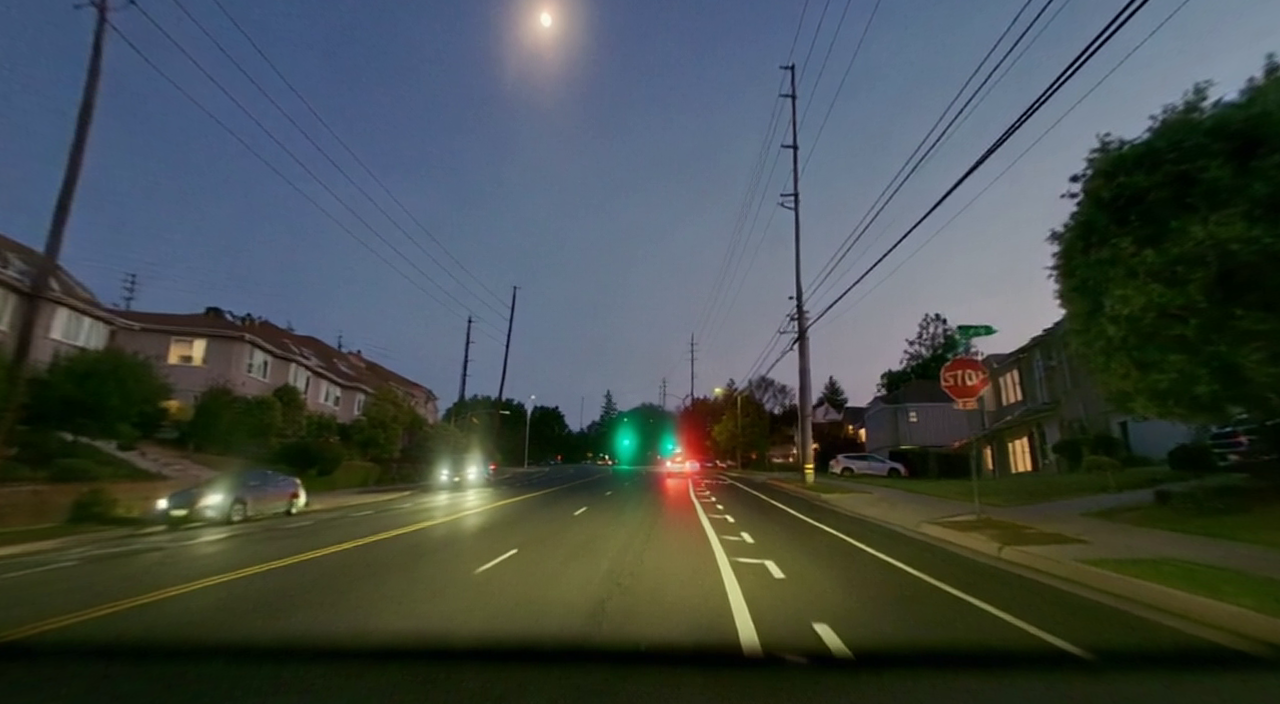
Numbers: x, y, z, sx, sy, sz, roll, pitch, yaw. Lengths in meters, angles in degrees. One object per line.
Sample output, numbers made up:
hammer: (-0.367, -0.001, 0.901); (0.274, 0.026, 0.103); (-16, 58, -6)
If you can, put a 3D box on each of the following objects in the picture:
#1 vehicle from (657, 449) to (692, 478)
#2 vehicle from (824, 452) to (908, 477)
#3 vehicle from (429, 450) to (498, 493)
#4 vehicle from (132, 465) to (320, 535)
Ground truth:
vehicle: (2.468, 7.930, 45.199); (2.284, 1.741, 4.702); (2, -8, 4)
vehicle: (14.491, 7.237, 40.597); (4.648, 1.511, 1.919); (0, -8, 1)
vehicle: (-9.400, 6.370, 34.122); (1.998, 2.047, 5.167); (-1, -8, 3)
vehicle: (-10.792, 3.861, 16.949); (1.965, 1.455, 4.472); (0, -8, 1)
